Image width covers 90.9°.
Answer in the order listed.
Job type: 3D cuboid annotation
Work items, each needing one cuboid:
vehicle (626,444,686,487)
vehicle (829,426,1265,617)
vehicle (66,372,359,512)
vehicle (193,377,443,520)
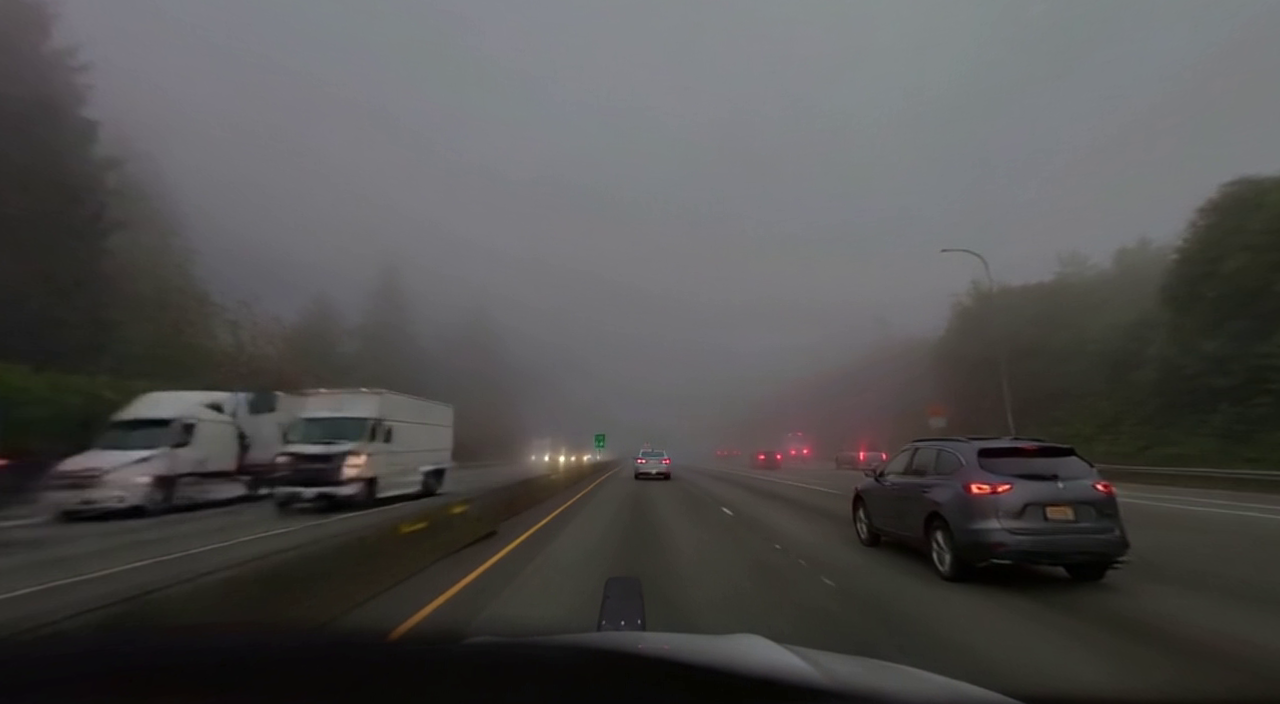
[{"bbox_3d":[0.585,4.422,24.839,2.177,1.520,4.278,0,-9,0],"label":"vehicle"},{"bbox_3d":[3.854,1.664,7.154,2.029,1.475,4.279,0,-9,-1],"label":"vehicle"},{"bbox_3d":[-15.062,3.511,24.295,2.945,4.037,11.797,0,-9,0],"label":"vehicle"},{"bbox_3d":[-7.828,2.564,16.840,2.687,2.948,7.422,0,-9,0],"label":"vehicle"}]
